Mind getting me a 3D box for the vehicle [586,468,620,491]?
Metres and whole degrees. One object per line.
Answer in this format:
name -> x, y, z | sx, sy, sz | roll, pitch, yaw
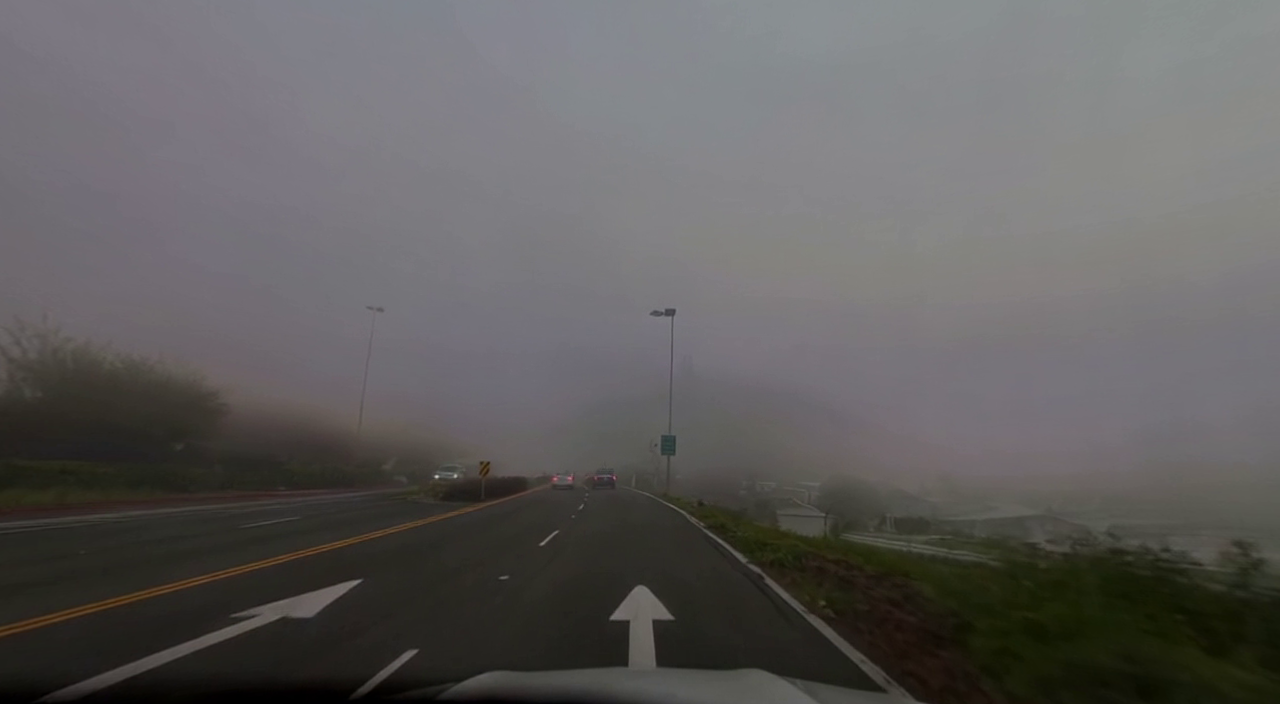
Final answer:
vehicle -> -2.660, 8.976, 44.582 | 2.129, 1.471, 4.258 | 2, -10, -6
